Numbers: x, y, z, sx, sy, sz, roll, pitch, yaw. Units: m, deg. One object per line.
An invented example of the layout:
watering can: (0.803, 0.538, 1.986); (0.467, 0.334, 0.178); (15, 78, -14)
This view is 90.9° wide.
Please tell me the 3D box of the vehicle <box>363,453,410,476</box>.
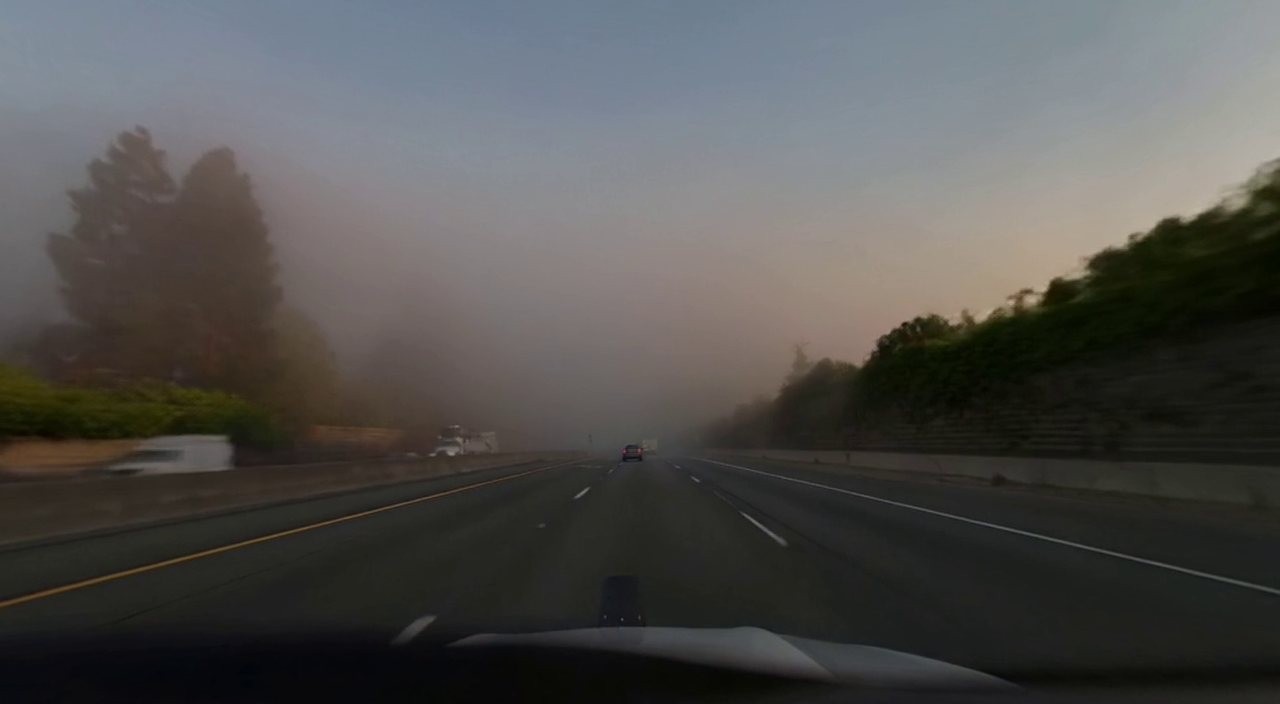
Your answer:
vehicle: (-17.047, 7.554, 42.498); (1.622, 1.431, 3.611); (0, -9, 0)

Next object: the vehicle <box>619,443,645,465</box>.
vehicle: (-0.549, 7.481, 46.183); (1.873, 1.529, 3.953); (0, -9, 0)
